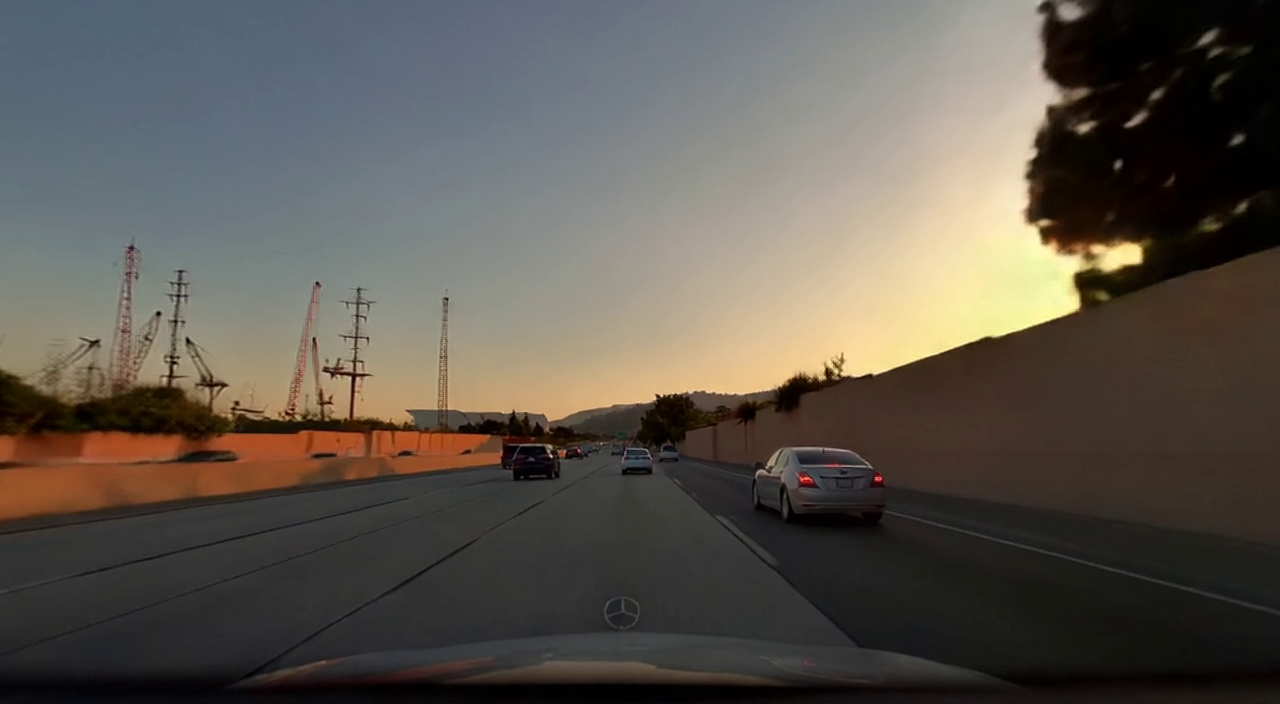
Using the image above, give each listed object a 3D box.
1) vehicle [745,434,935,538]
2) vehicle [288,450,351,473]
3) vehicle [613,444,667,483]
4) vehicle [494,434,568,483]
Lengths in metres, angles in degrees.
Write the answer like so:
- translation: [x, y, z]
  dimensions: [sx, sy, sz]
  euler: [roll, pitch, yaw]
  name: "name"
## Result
- translation: [3.316, 2.296, 11.586]
  dimensions: [1.917, 1.507, 4.540]
  euler: [0, -8, -1]
  name: "vehicle"
- translation: [-22.721, 7.785, 45.000]
  dimensions: [1.882, 1.487, 4.861]
  euler: [0, -8, 0]
  name: "vehicle"
- translation: [-0.013, 4.497, 25.779]
  dimensions: [2.045, 1.452, 4.040]
  euler: [0, -8, -1]
  name: "vehicle"
- translation: [-4.237, 4.238, 25.388]
  dimensions: [2.121, 1.775, 4.335]
  euler: [0, -8, 1]
  name: "vehicle"
